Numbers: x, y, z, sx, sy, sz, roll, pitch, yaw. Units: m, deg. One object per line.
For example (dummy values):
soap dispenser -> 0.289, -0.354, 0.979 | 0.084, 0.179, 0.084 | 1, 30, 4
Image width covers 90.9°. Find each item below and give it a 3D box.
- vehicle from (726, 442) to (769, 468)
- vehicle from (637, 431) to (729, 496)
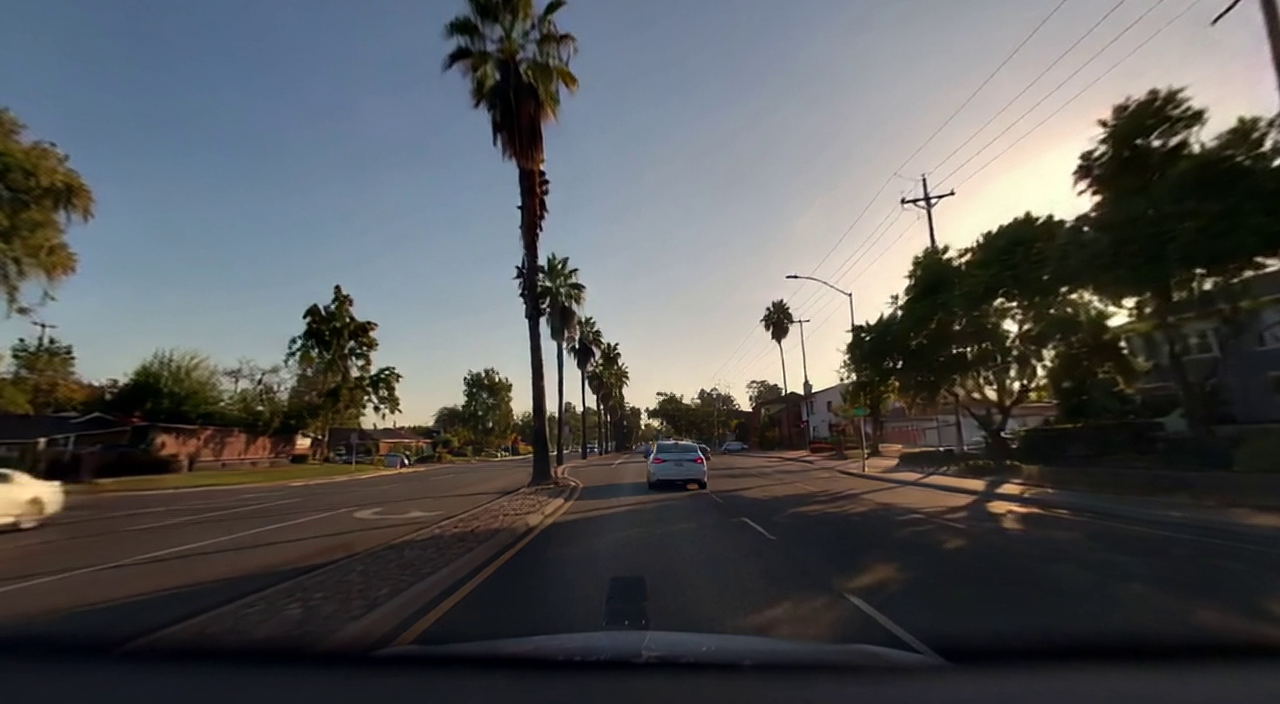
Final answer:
vehicle -> 6.662, 6.434, 39.501 | 1.897, 1.477, 4.360 | 0, -9, -1
vehicle -> 1.119, 3.265, 18.788 | 2.289, 1.679, 4.180 | 0, -9, -2
